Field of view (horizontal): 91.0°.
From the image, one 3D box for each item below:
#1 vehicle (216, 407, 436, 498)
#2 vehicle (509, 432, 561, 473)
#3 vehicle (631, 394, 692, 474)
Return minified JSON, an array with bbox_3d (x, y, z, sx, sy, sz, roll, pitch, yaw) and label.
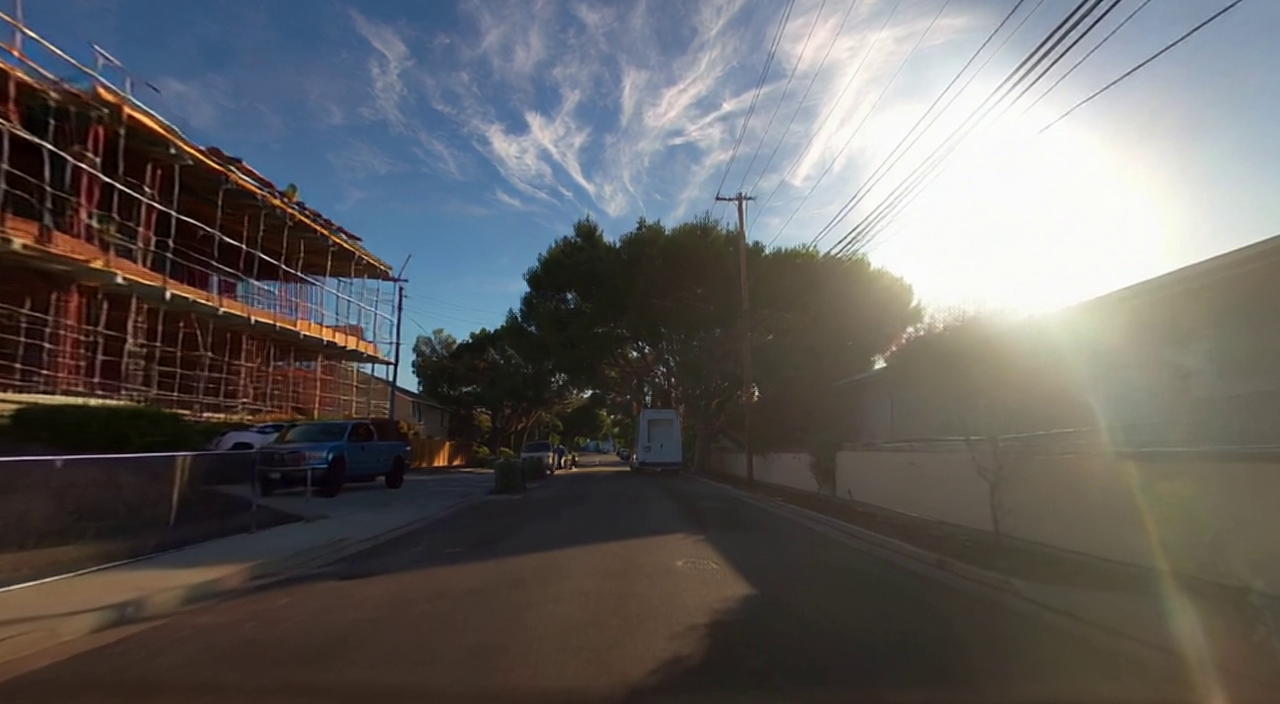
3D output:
[{"bbox_3d":[-7.575,2.547,16.142,2.238,1.895,5.648,-1,-9,6],"label":"vehicle"},{"bbox_3d":[-5.951,5.693,36.198,2.171,1.910,4.789,-1,-5,1],"label":"vehicle"},{"bbox_3d":[1.133,5.107,36.993,2.915,3.793,9.963,3,-11,1],"label":"vehicle"}]
